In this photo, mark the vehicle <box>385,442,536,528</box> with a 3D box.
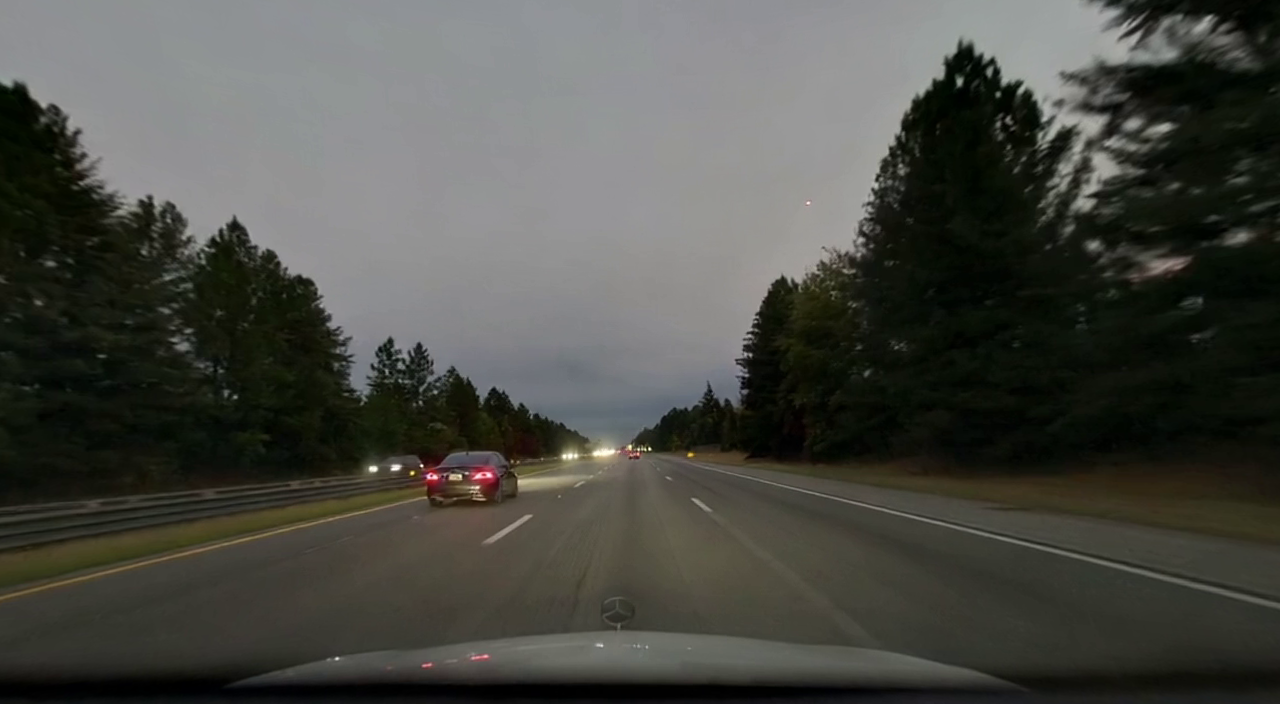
[{"bbox_3d":[-3.497,2.649,13.127,1.970,1.492,3.944,0,-9,0],"label":"vehicle"}]
